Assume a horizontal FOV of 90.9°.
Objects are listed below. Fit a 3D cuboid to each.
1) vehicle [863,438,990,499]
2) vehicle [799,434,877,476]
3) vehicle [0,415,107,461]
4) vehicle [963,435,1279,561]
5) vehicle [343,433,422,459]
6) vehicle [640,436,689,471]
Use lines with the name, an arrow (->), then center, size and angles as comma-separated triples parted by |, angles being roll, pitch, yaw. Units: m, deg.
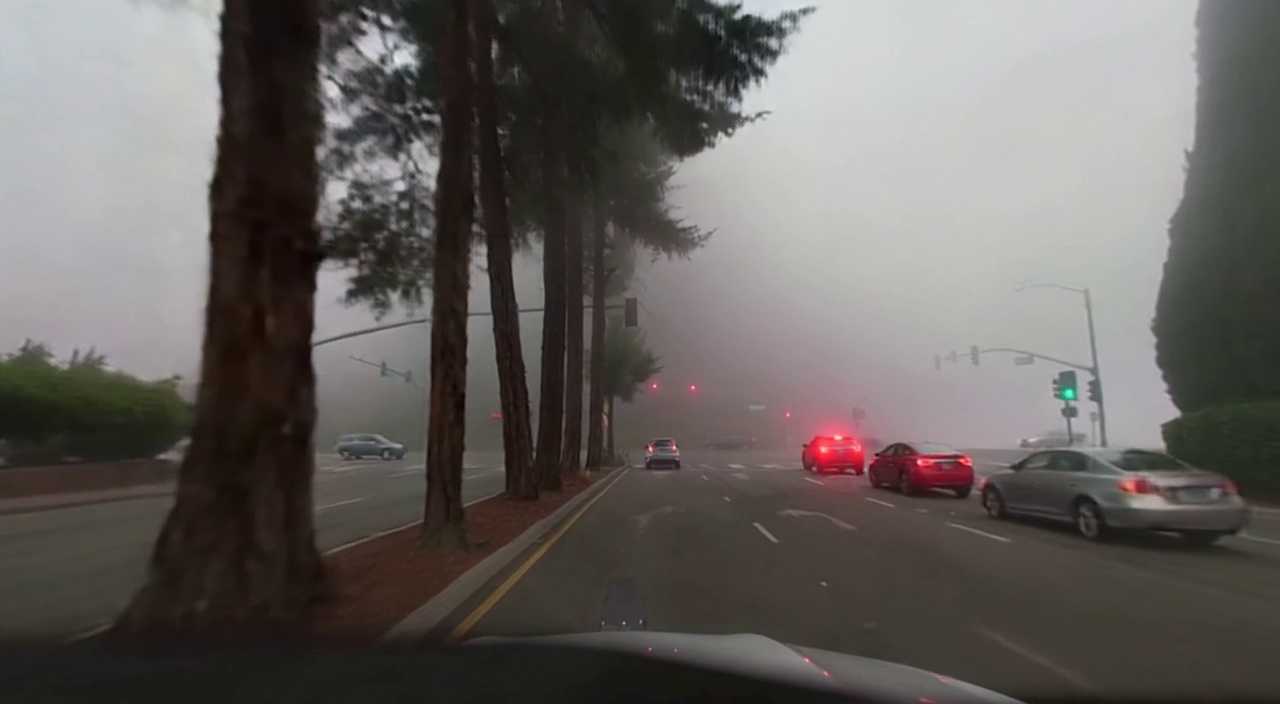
vehicle -> 7.632, 3.120, 17.249 | 1.726, 1.467, 3.793 | 0, -8, 1
vehicle -> 8.033, 4.209, 26.009 | 1.901, 1.577, 4.348 | 0, -8, 2
vehicle -> -45.708, 6.381, 46.218 | 10.544, 3.126, 2.909 | -1, -8, 1
vehicle -> 7.246, 2.097, 9.919 | 1.947, 1.478, 4.731 | -1, -8, 2
vehicle -> -18.481, 6.743, 45.362 | 4.786, 1.803, 1.967 | -1, -8, 5
vehicle -> 1.046, 4.581, 28.581 | 2.041, 1.485, 3.813 | 0, -8, 1
